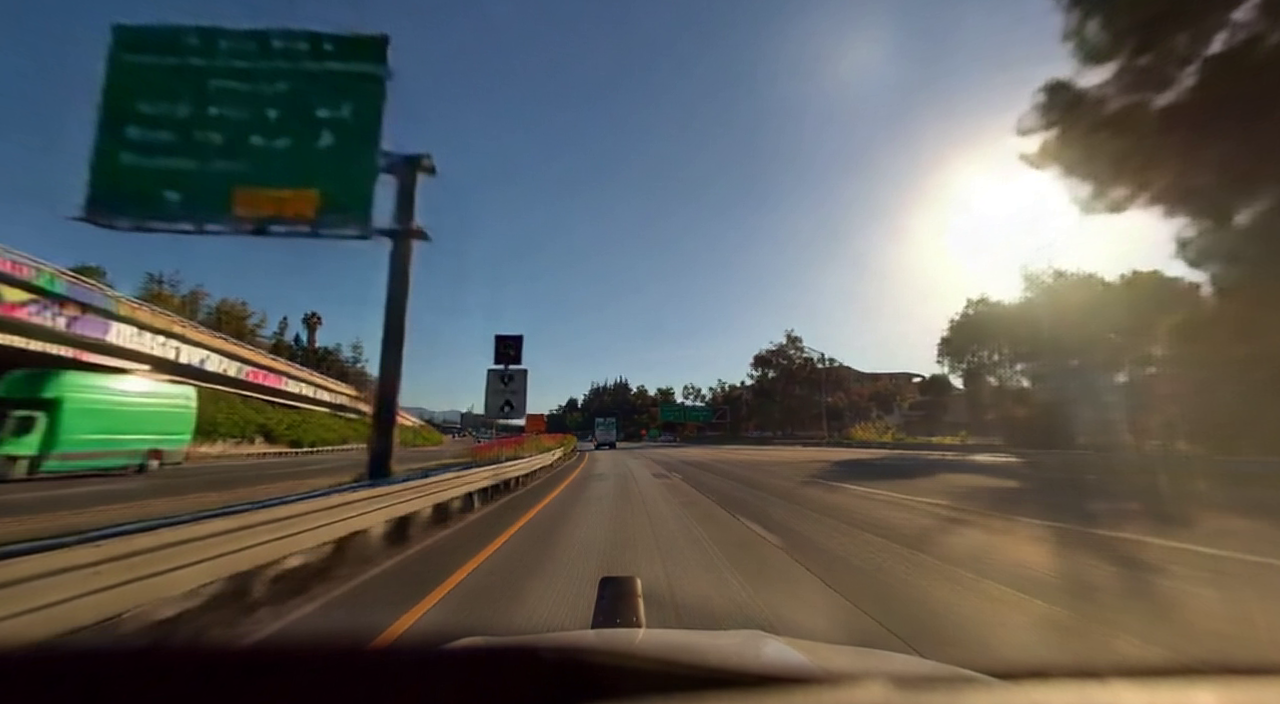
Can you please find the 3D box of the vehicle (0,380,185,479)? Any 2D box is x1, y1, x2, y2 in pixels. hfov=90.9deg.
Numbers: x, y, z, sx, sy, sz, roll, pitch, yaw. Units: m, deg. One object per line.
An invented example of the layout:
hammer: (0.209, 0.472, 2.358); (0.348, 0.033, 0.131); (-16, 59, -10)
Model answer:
vehicle: (-18.590, 2.604, 21.036); (2.354, 2.823, 5.911); (0, -8, -1)
